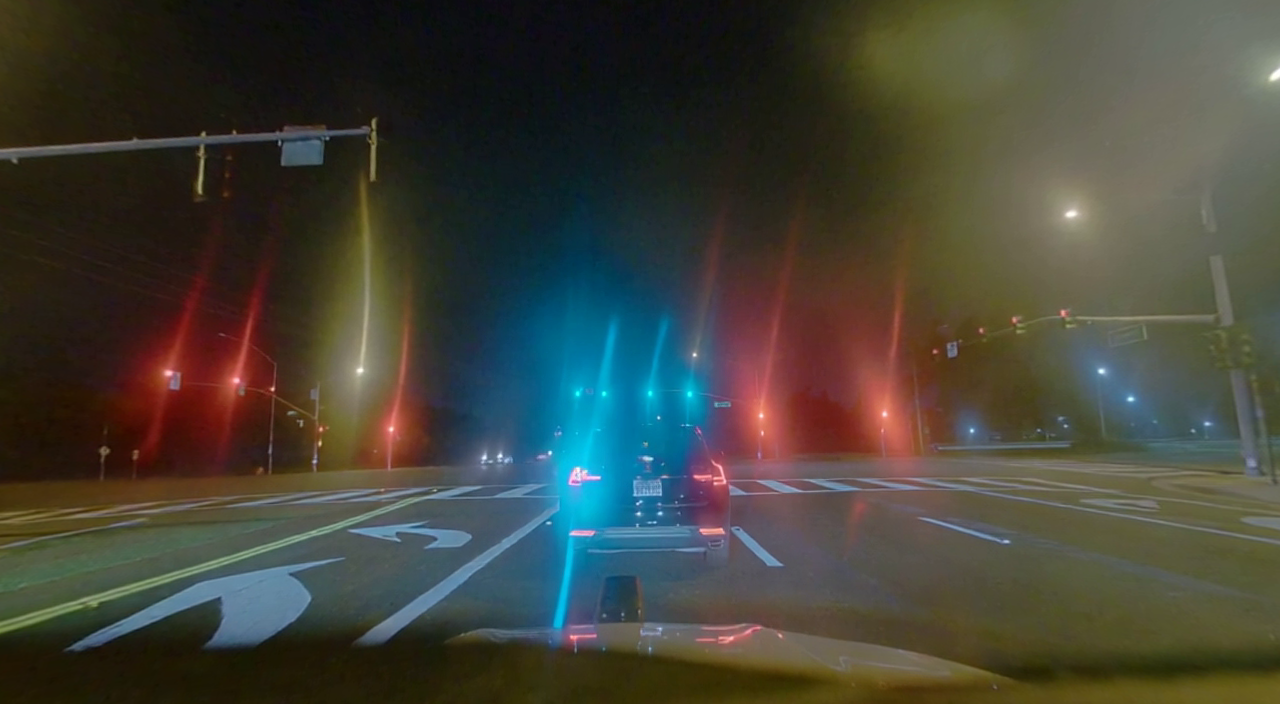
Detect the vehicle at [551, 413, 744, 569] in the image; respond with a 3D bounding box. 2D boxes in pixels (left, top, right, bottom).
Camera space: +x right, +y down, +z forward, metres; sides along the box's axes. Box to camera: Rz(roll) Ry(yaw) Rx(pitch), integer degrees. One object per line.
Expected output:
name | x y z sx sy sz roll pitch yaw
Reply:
vehicle | 0.038 1.758 8.712 2.027 1.626 3.942 0 -8 -1
